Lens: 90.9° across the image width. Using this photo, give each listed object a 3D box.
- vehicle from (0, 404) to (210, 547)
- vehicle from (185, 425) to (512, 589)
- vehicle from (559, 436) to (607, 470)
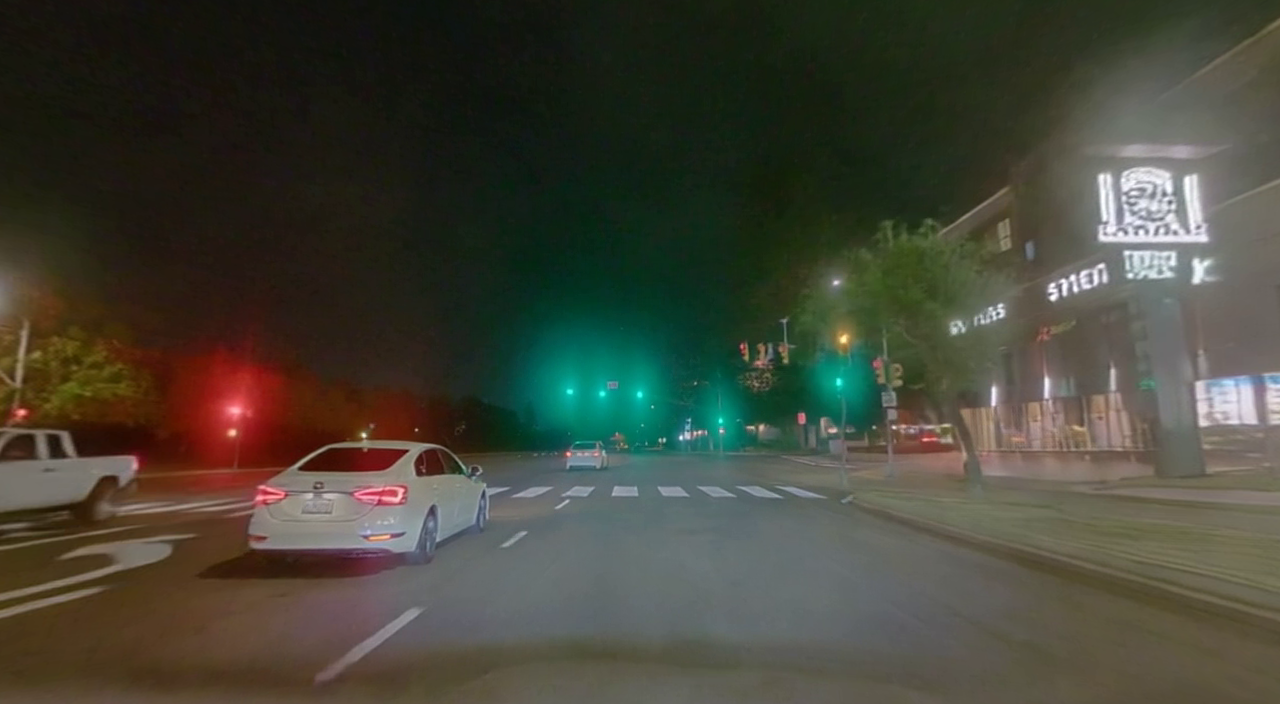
[{"bbox_3d":[-9.627,1.904,10.091,2.030,1.906,4.661,0,-8,2],"label":"vehicle"},{"bbox_3d":[-3.123,1.746,8.028,2.018,1.477,4.401,0,-8,1],"label":"vehicle"},{"bbox_3d":[-2.959,5.393,33.719,2.109,1.692,4.220,0,-8,1],"label":"vehicle"}]
